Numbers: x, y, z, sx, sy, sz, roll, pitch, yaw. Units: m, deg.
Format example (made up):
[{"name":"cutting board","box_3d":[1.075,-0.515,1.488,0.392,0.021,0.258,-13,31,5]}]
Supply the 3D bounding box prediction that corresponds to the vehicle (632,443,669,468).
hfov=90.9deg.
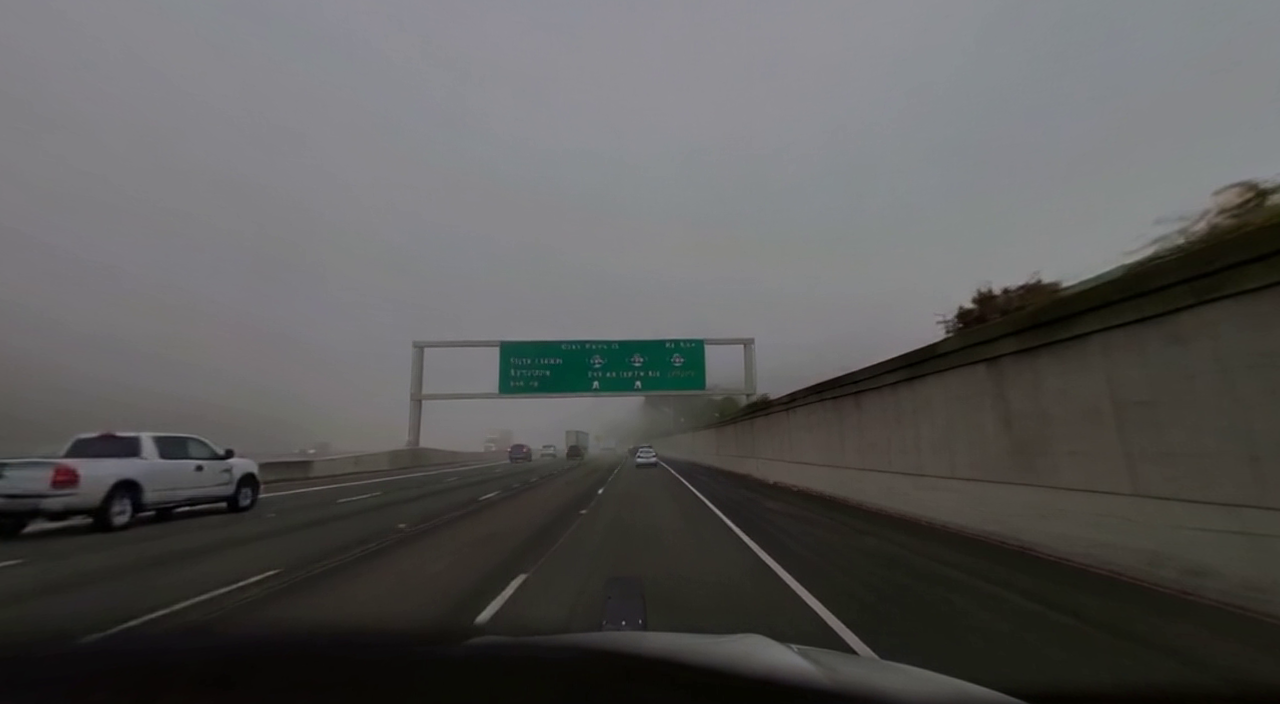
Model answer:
[{"name":"vehicle","box_3d":[0.606,6.318,38.720,2.137,1.461,3.999,0,-8,0]}]

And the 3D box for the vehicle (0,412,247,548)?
[{"name":"vehicle","box_3d":[-9.405,2.055,10.864,2.246,1.812,4.740,0,-8,-1]}]
